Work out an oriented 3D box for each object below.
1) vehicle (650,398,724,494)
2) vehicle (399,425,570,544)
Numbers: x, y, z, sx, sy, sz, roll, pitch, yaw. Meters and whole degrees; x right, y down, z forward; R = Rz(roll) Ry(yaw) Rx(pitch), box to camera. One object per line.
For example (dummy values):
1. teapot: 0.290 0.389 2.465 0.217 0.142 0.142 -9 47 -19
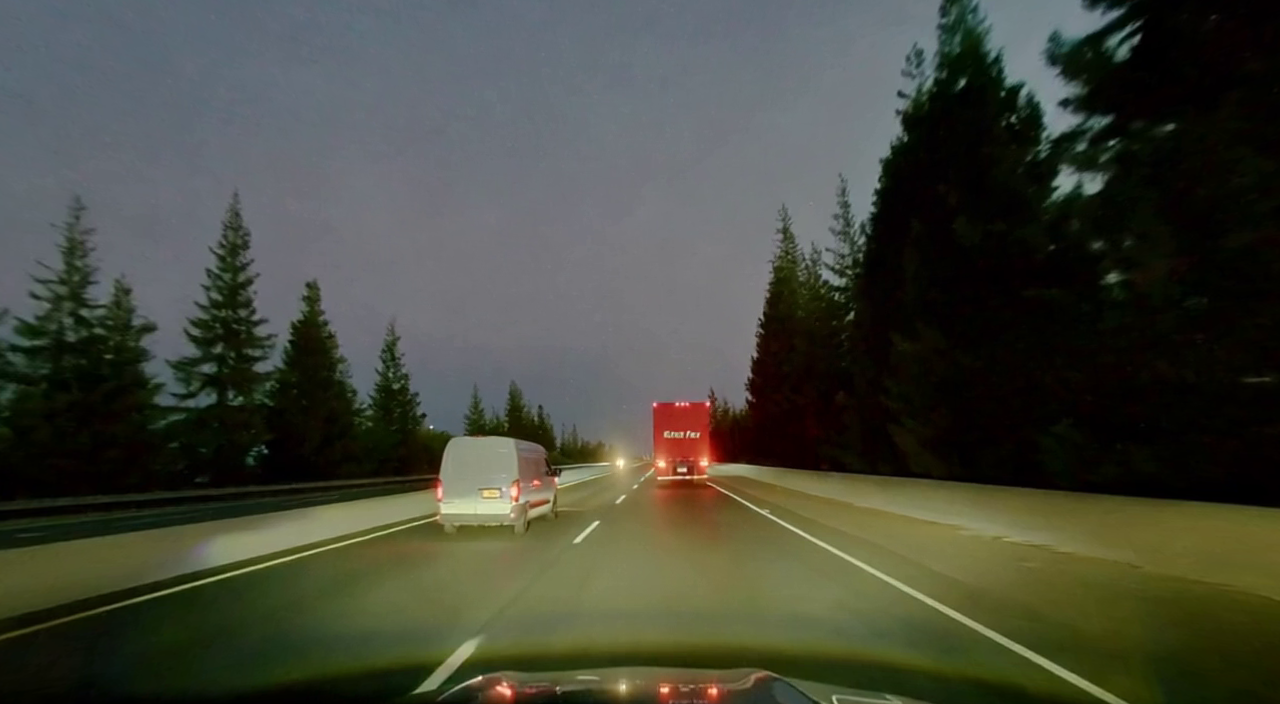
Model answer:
1. vehicle: 2.056 4.950 32.792 3.030 3.985 12.707 0 -9 1
2. vehicle: -2.702 2.428 12.116 2.105 1.865 4.102 0 -9 2
